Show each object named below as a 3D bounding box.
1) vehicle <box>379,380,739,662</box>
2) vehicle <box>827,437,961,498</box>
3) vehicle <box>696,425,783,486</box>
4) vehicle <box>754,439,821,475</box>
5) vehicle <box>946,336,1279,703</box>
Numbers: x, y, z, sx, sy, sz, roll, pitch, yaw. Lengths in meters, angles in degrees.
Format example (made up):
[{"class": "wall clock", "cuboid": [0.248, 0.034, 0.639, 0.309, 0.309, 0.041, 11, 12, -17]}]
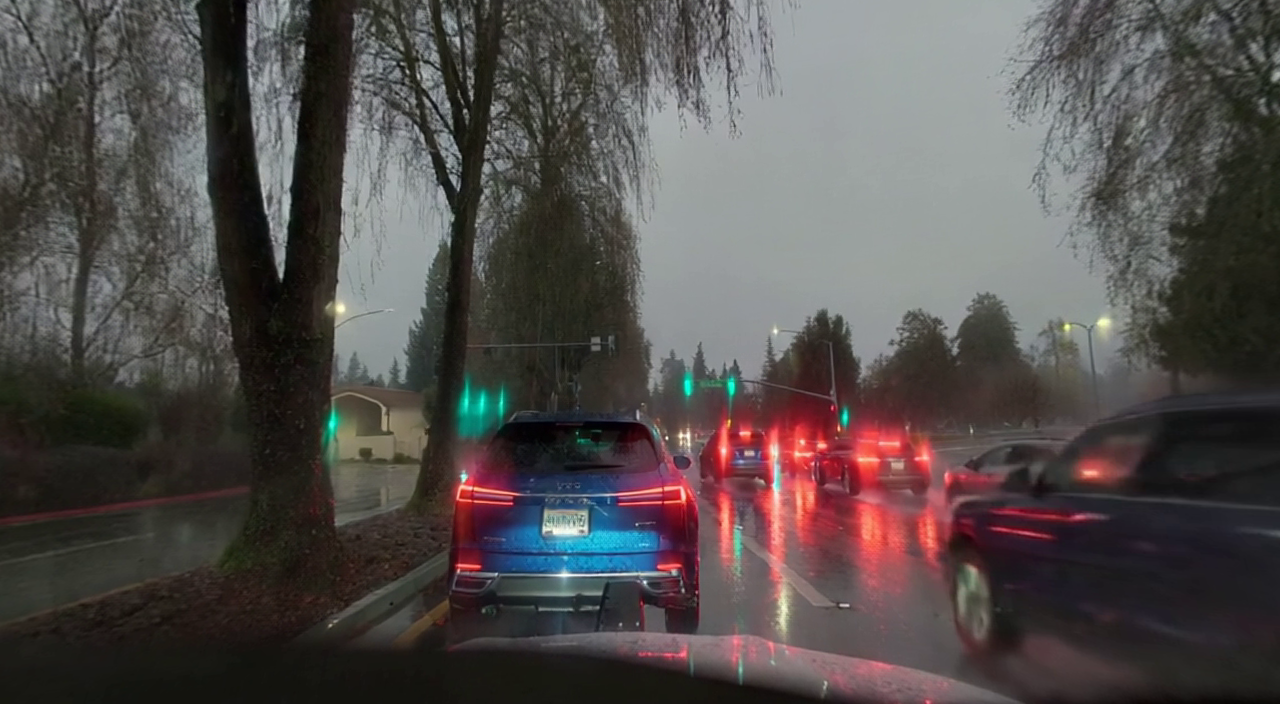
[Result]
[{"class": "vehicle", "cuboid": [-0.447, 1.347, 6.085, 2.201, 1.709, 4.271, 0, -9, 2]}, {"class": "vehicle", "cuboid": [6.928, 3.188, 17.844, 1.890, 1.489, 4.415, 0, -9, -1]}, {"class": "vehicle", "cuboid": [3.336, 3.603, 22.238, 2.200, 1.909, 4.853, 0, -9, -1]}, {"class": "vehicle", "cuboid": [6.607, 4.769, 28.834, 1.917, 1.489, 4.625, 0, -8, 0]}, {"class": "vehicle", "cuboid": [3.224, 0.807, 2.294, 1.963, 1.682, 4.407, 0, -9, 0]}]
